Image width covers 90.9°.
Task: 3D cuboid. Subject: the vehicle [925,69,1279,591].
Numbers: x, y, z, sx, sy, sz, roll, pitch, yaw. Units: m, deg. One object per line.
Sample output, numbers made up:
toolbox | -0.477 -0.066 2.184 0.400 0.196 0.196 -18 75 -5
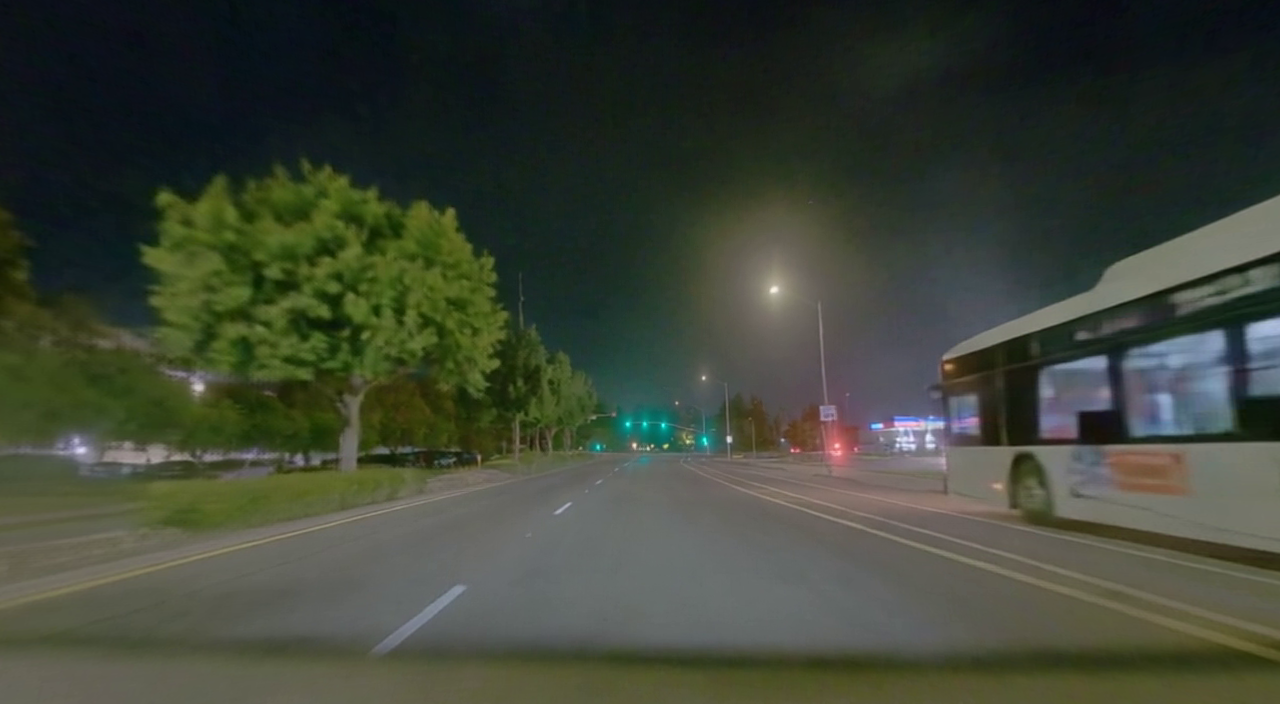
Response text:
vehicle | 8.083 -0.136 6.164 4.582 4.678 12.589 0 -8 0

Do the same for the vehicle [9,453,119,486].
vehicle | -30.478 6.223 33.405 3.996 1.653 1.885 -1 -9 3

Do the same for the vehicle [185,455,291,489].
vehicle | -21.291 6.336 33.683 2.114 1.602 4.824 -1 -9 6
